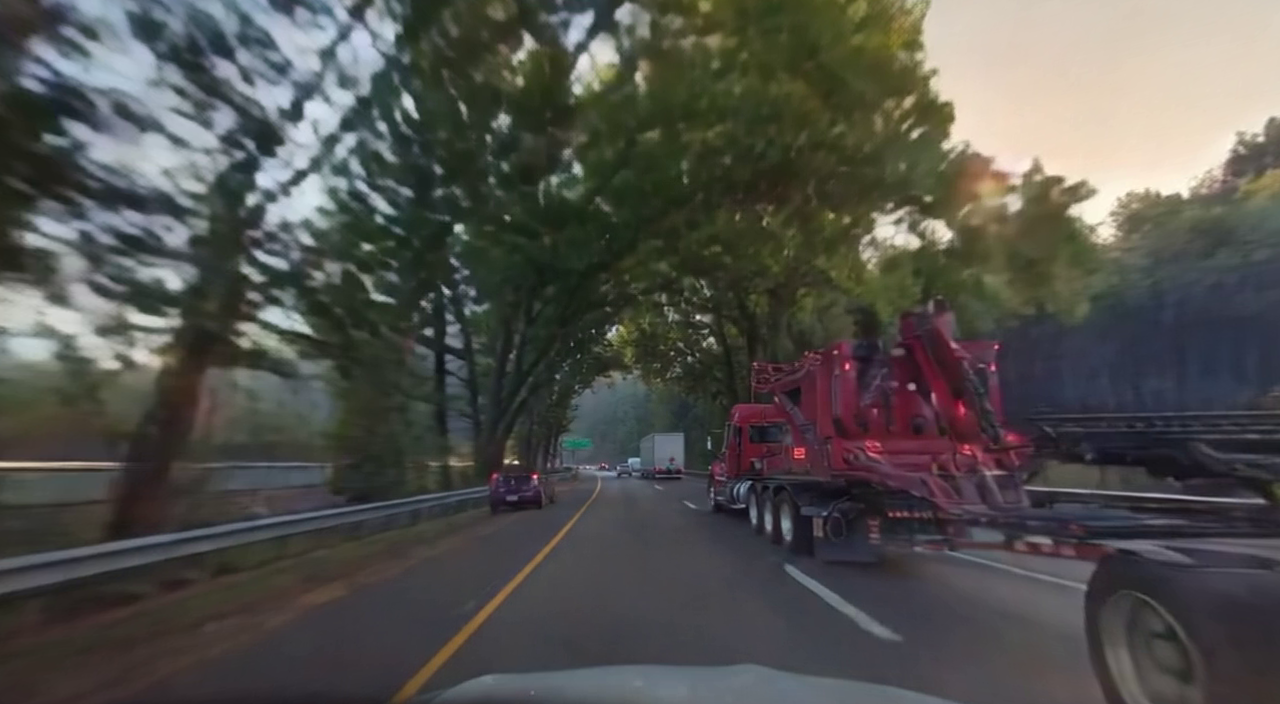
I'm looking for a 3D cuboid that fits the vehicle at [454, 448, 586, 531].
[{"bbox_3d":[-2.603,3.183,15.021,2.010,1.580,4.949,0,-10,2],"label":"vehicle"}]

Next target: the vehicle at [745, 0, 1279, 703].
[{"bbox_3d":[3.818,0.598,6.798,2.856,4.040,14.009,1,-10,-1],"label":"vehicle"}]

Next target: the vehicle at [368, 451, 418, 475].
[{"bbox_3d":[-16.621,7.537,42.635,1.797,1.497,3.967,1,-10,-1],"label":"vehicle"}]
